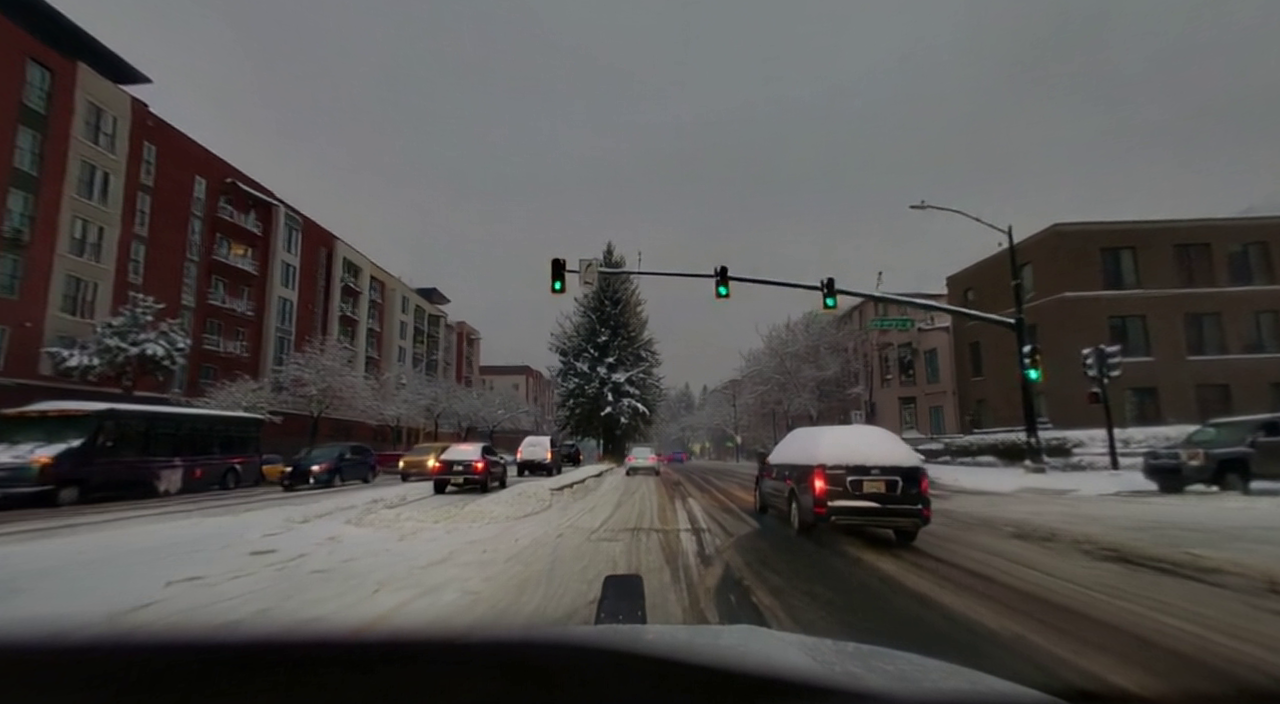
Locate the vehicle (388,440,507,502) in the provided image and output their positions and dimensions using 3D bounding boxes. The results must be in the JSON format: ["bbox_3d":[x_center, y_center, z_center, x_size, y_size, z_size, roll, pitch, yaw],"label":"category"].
[{"bbox_3d":[-5.536,3.477,18.913,2.062,1.532,4.830,-2,-9,0],"label":"vehicle"}]

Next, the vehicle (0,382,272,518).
[{"bbox_3d":[-15.176,3.005,18.878,2.932,3.089,8.772,0,-10,1],"label":"vehicle"}]

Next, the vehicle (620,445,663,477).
[{"bbox_3d":[0.056,5.611,32.796,2.059,1.492,4.033,0,-8,-1],"label":"vehicle"}]

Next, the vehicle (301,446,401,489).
[{"bbox_3d":[-11.880,4.737,26.327,2.183,1.630,4.221,0,-8,-1],"label":"vehicle"}]

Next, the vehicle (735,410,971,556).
[{"bbox_3d":[3.100,2.019,10.549,2.129,1.844,4.767,0,-8,-2],"label":"vehicle"}]

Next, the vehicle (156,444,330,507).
[{"bbox_3d":[-11.755,3.628,19.250,2.001,1.638,4.980,0,-8,1],"label":"vehicle"}]

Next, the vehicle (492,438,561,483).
[{"bbox_3d":[-4.971,4.815,28.463,2.275,1.816,4.923,0,-8,-1],"label":"vehicle"}]

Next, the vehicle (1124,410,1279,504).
[{"bbox_3d":[15.271,2.424,14.928,5.888,1.985,2.357,0,-8,-6],"label":"vehicle"}]
